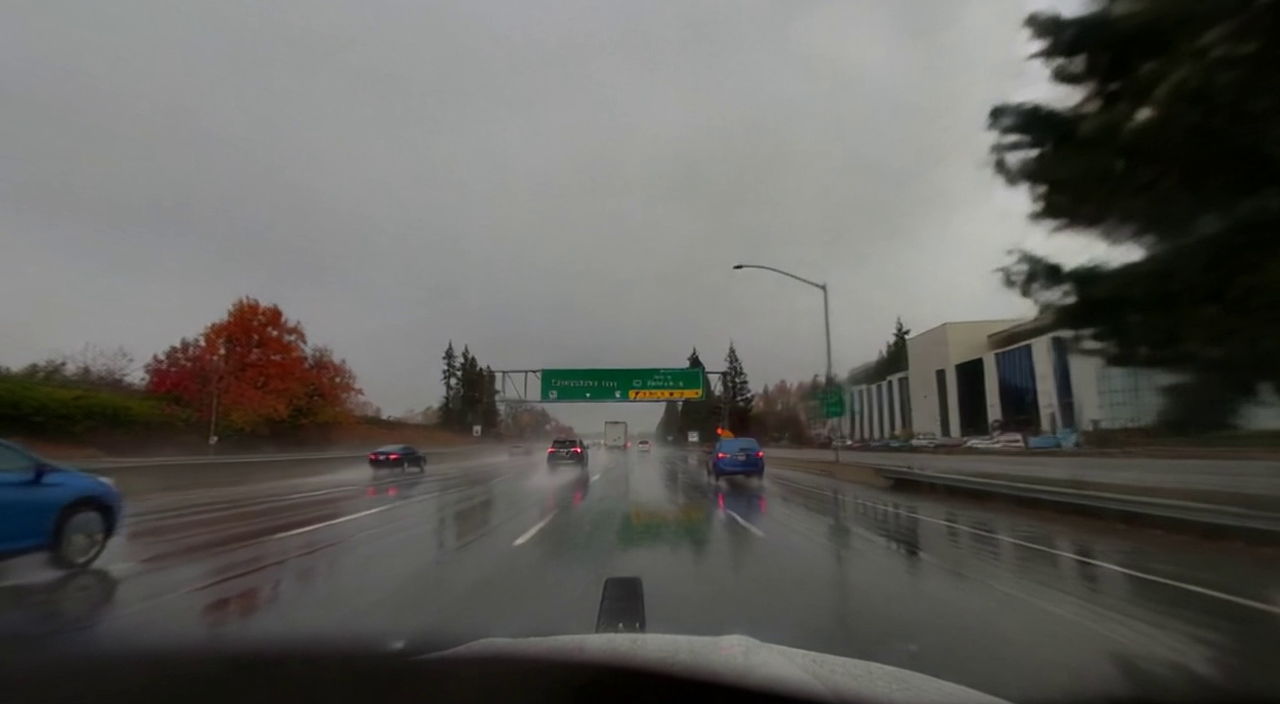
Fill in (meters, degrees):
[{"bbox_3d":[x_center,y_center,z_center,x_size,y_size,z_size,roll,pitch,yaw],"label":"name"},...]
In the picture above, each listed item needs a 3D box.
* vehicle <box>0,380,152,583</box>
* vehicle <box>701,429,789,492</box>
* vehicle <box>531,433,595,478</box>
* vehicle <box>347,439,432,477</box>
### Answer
[{"bbox_3d":[-7.061,1.034,4.818,2.314,1.842,5.279,1,-9,1],"label":"vehicle"},{"bbox_3d":[3.213,3.431,20.192,2.101,1.742,4.495,1,-9,1],"label":"vehicle"},{"bbox_3d":[-3.191,4.395,27.011,2.111,1.742,4.315,0,-9,1],"label":"vehicle"},{"bbox_3d":[-10.918,4.644,27.770,1.919,1.509,4.265,1,-9,1],"label":"vehicle"}]
